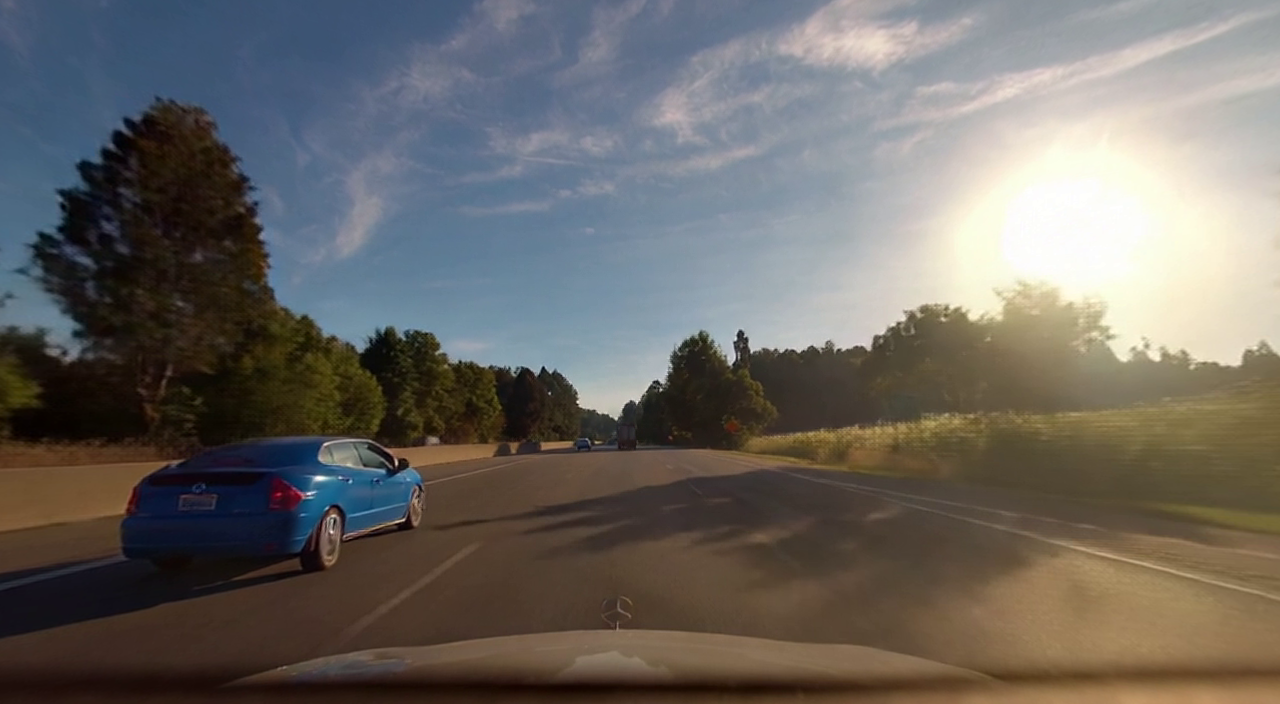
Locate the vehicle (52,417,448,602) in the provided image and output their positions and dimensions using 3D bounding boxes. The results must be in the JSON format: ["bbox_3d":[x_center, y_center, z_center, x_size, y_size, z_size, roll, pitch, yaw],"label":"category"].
[{"bbox_3d":[-3.798,1.559,7.224,1.931,1.483,4.105,0,-8,-1],"label":"vehicle"}]

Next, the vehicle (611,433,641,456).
[{"bbox_3d":[-1.004,7.026,47.876,2.162,1.616,4.242,0,-8,0],"label":"vehicle"}]
